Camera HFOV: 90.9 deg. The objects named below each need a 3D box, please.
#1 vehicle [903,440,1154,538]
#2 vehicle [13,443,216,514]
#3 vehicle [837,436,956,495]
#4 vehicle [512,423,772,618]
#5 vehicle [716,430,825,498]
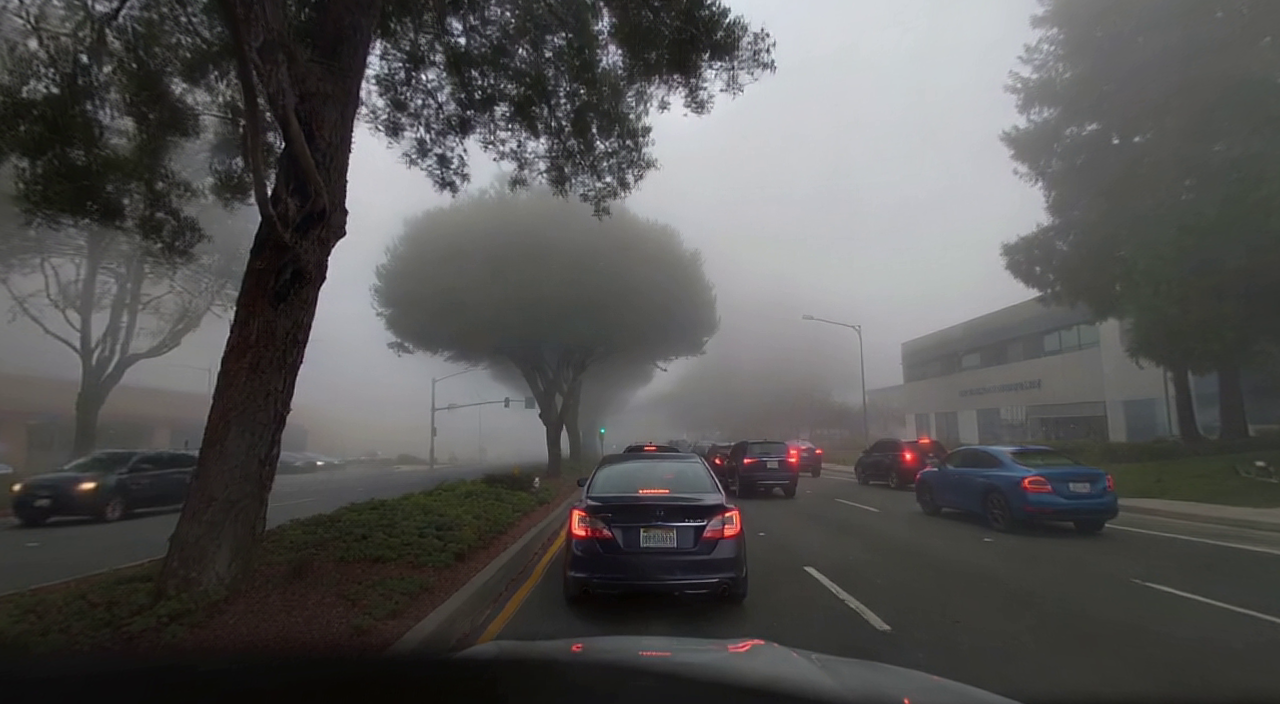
[{"bbox_3d":[6.845,2.408,11.842,1.911,1.468,4.417,0,-8,0],"label":"vehicle"},{"bbox_3d":[-14.741,3.510,18.128,2.163,1.743,4.428,0,-8,-4],"label":"vehicle"},{"bbox_3d":[7.944,3.524,20.045,1.963,1.637,4.527,0,-8,1],"label":"vehicle"},{"bbox_3d":[-0.014,1.611,7.058,1.977,1.465,4.376,0,-8,-1],"label":"vehicle"},{"bbox_3d":[3.631,3.203,18.470,2.114,1.736,4.553,0,-8,-1],"label":"vehicle"}]
